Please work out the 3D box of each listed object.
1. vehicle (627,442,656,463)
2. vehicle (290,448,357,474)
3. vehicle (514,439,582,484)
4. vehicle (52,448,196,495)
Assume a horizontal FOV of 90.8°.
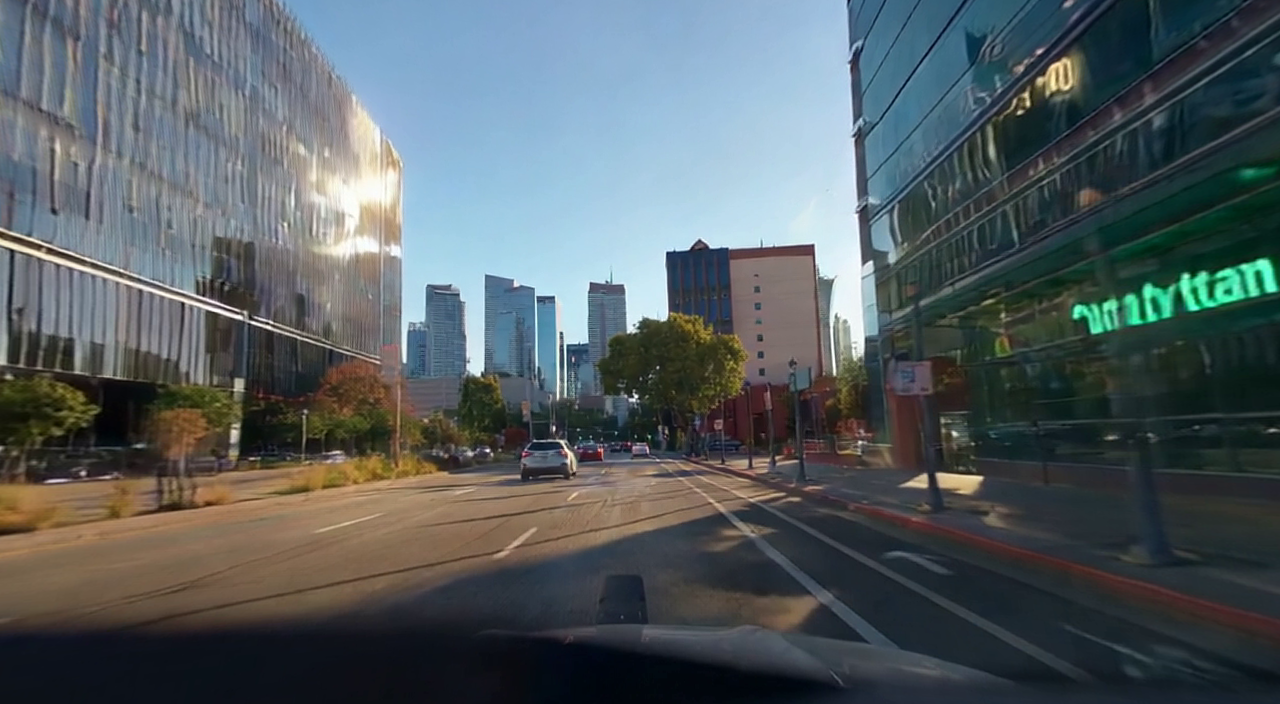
[{"bbox_3d":[0.107,7.529,47.391,2.102,1.482,4.125,0,-8,0],"label":"vehicle"},{"bbox_3d":[-20.306,6.988,40.750,1.959,1.536,4.455,0,-8,0],"label":"vehicle"},{"bbox_3d":[-3.389,4.081,23.975,1.983,1.545,3.773,0,-8,0],"label":"vehicle"},{"bbox_3d":[-20.360,4.686,25.235,1.900,1.638,4.567,0,-8,-1],"label":"vehicle"}]
